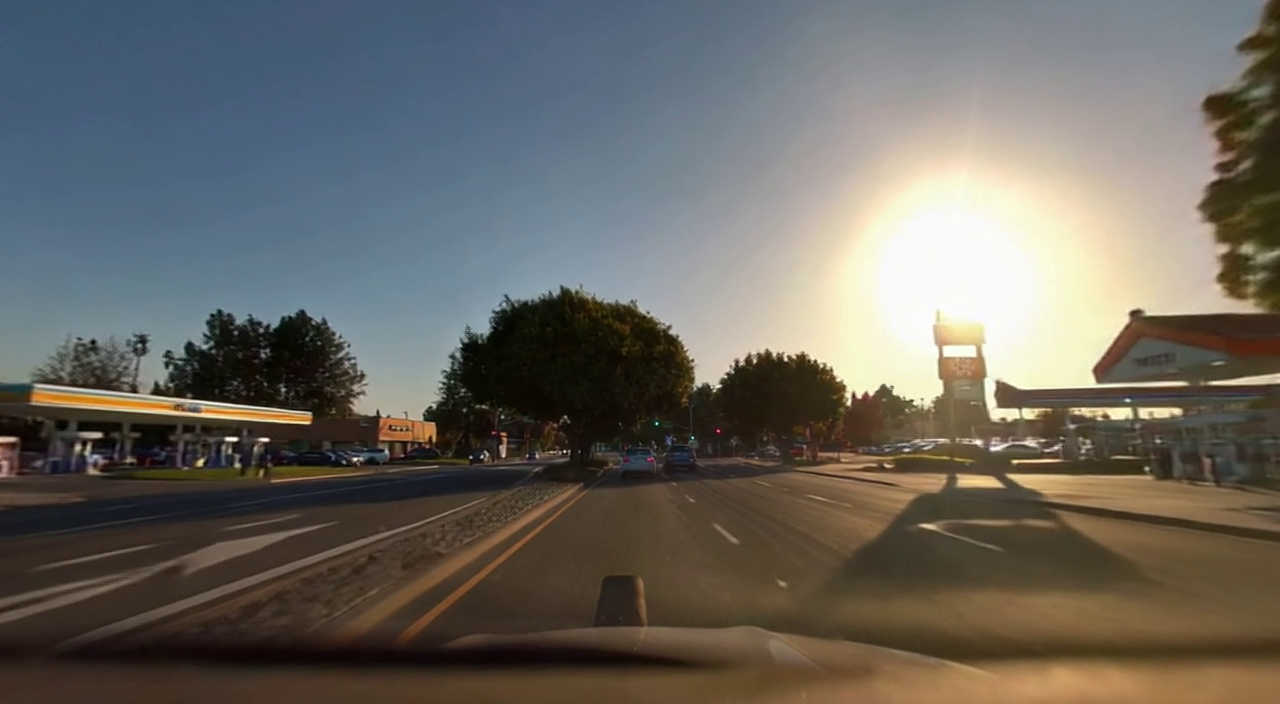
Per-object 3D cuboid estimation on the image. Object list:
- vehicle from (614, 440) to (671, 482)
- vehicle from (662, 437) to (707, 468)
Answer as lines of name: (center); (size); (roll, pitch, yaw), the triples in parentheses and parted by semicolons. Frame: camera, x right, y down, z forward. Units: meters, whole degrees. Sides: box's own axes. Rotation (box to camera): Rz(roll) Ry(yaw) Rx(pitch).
vehicle: (0.072, 4.413, 25.734); (2.145, 1.572, 4.021); (0, -9, -1)
vehicle: (3.122, 7.291, 45.784); (2.731, 2.101, 6.047); (0, -9, -1)
